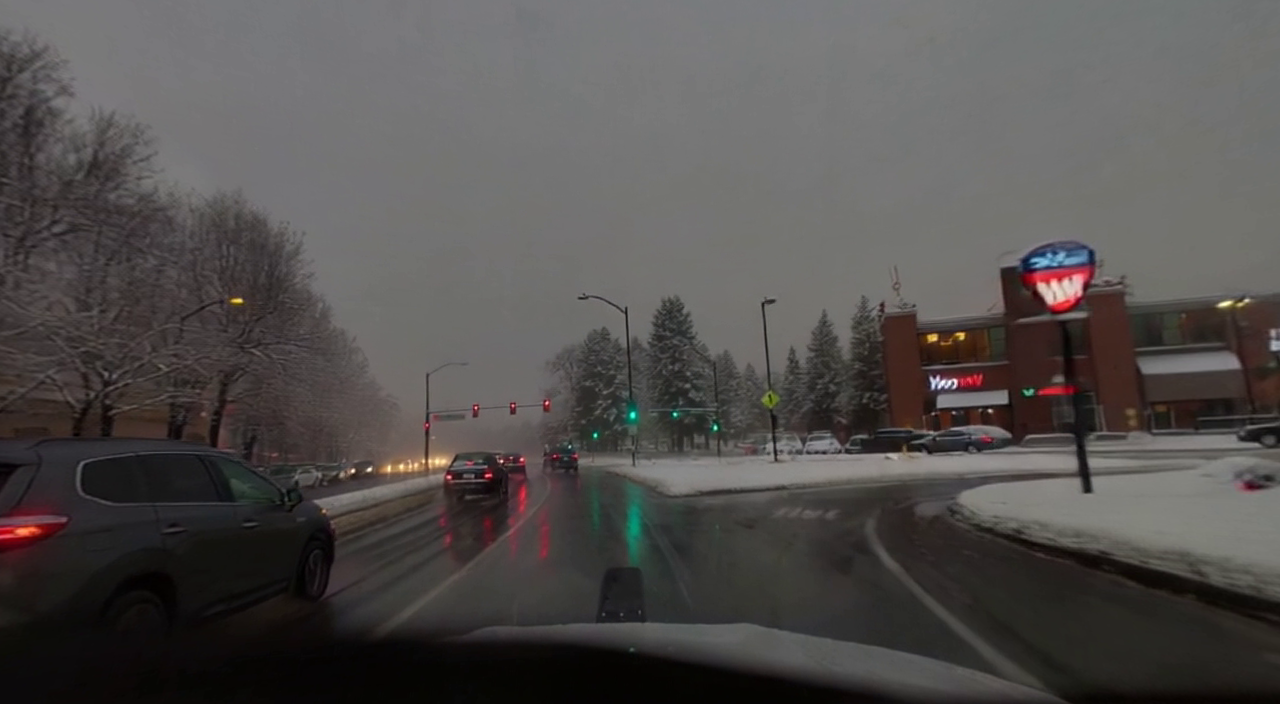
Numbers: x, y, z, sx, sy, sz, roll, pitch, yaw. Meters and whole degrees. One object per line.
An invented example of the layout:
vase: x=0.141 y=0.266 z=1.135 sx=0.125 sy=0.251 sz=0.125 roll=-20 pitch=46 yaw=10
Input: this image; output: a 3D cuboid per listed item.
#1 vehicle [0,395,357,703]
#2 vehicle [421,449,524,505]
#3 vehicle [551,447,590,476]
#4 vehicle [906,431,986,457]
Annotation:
vehicle: x=-4.137 y=1.273 z=4.535 sx=2.085 sy=1.663 sz=4.513 roll=1 pitch=-9 yaw=0
vehicle: x=-5.061 y=3.839 z=19.908 sx=2.090 sy=1.506 sz=5.326 roll=1 pitch=-9 yaw=-3
vehicle: x=-4.373 y=6.789 z=39.219 sx=2.144 sy=1.704 sz=4.028 roll=2 pitch=-9 yaw=-10
vehicle: x=22.309 y=6.763 z=46.083 sx=2.017 sy=1.746 sz=4.727 roll=7 pitch=-11 yaw=-37
